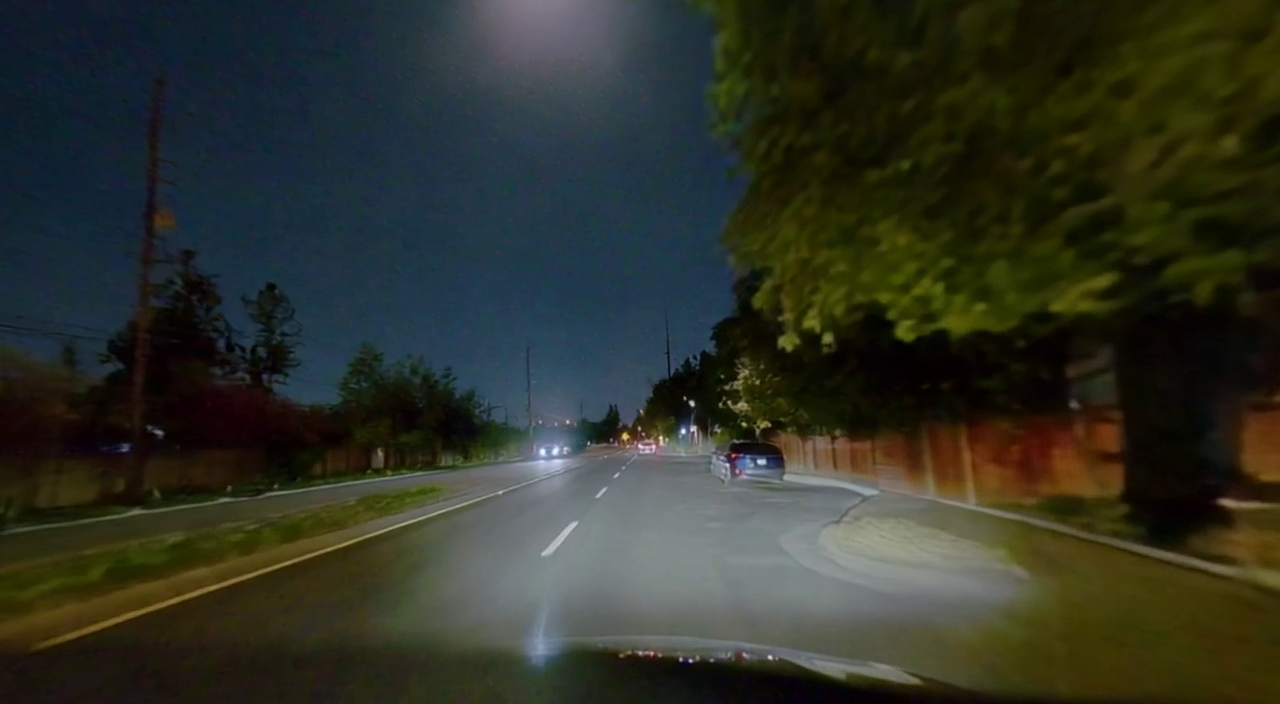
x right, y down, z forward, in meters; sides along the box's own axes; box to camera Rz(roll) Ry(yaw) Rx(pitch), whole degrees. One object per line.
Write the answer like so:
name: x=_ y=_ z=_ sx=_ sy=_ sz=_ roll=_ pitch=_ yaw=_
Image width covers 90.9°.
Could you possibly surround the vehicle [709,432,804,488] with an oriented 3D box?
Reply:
vehicle: x=3.423 y=3.274 z=19.523 sx=2.011 sy=1.507 sz=4.769 roll=0 pitch=-8 yaw=0
